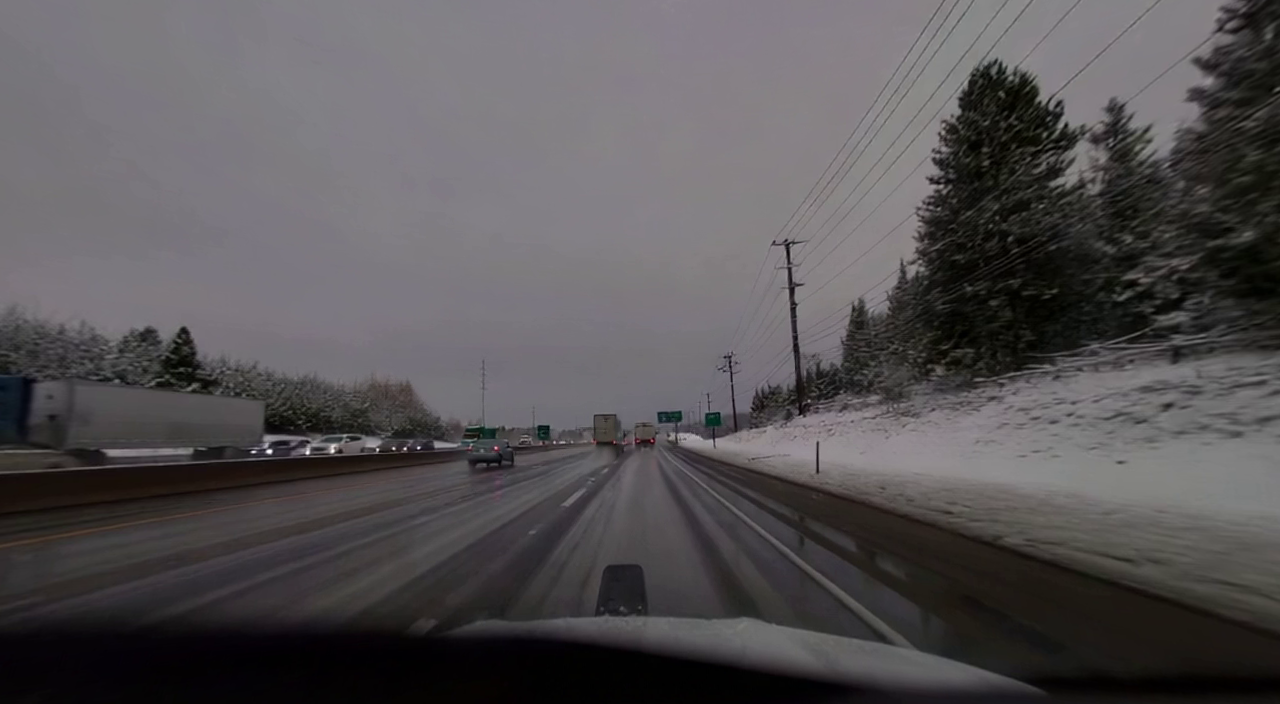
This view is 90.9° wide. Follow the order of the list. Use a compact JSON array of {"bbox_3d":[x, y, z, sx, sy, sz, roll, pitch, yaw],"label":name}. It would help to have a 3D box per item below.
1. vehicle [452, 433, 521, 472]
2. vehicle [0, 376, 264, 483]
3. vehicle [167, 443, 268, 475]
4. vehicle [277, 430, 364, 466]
[{"bbox_3d":[-7.491,4.954,31.336,2.192,1.762,4.559,0,-8,1],"label":"vehicle"},{"bbox_3d":[-24.717,4.046,31.852,2.902,4.196,13.673,0,-8,0],"label":"vehicle"},{"bbox_3d":[-20.991,5.306,31.577,1.909,1.460,4.467,0,-8,0],"label":"vehicle"},{"bbox_3d":[-16.625,5.045,33.145,2.021,1.744,4.750,0,-8,0],"label":"vehicle"}]
